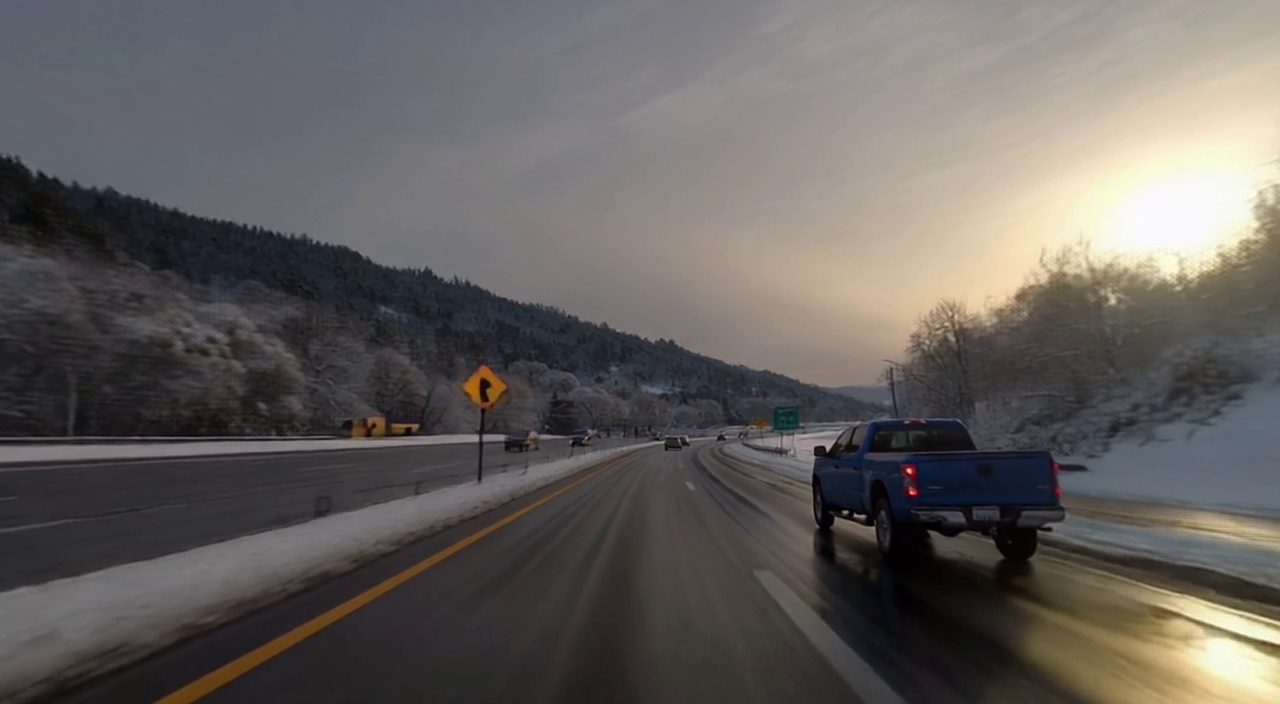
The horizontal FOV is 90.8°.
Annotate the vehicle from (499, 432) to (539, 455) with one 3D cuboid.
[{"bbox_3d":[-9.314,7.062,48.791,1.970,1.629,4.136,-1,-8,5],"label":"vehicle"}]

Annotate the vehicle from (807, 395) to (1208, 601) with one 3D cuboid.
[{"bbox_3d":[3.784,1.591,7.850,2.151,1.744,4.709,0,-8,0],"label":"vehicle"}]
